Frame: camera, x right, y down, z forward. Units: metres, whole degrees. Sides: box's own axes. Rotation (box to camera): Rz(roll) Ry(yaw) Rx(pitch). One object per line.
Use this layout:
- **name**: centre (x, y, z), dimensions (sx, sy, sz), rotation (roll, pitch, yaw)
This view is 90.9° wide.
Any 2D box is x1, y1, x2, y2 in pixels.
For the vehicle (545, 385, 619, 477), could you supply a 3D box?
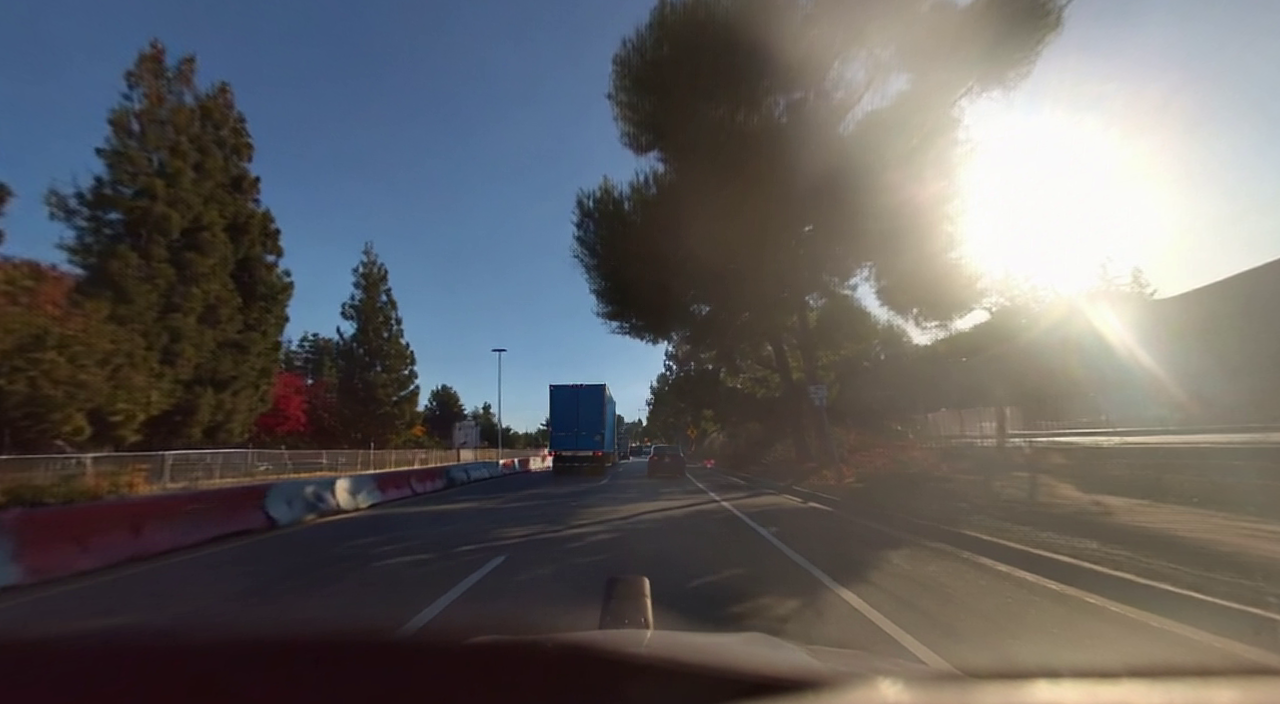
- **vehicle**: centre (-2.846, 4.673, 36.251), dimensions (2.906, 4.115, 15.715), rotation (0, -8, 0)

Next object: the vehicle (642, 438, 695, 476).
- **vehicle**: centre (1.252, 4.974, 30.127), dimensions (2.304, 1.675, 4.462), rotation (0, -8, 0)
